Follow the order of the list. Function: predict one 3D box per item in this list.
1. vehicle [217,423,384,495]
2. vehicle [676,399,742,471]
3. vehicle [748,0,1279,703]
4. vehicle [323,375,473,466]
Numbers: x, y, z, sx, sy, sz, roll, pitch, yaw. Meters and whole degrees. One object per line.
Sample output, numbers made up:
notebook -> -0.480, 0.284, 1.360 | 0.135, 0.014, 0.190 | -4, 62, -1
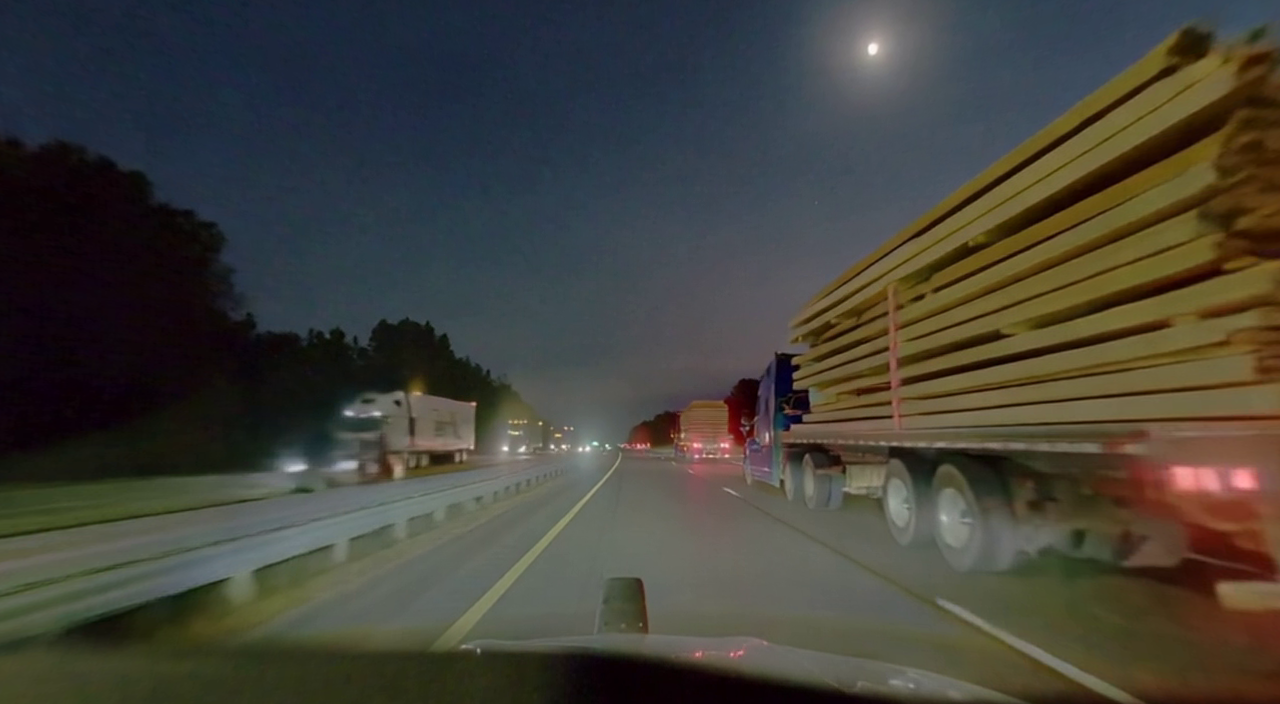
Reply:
vehicle -> -8.723, 2.793, 16.671 | 1.952, 1.647, 4.249 | 0, -9, 2
vehicle -> 4.379, 5.867, 43.952 | 3.023, 4.054, 16.882 | 0, -8, 1
vehicle -> 4.535, 0.713, 9.447 | 3.024, 4.065, 13.796 | -1, -8, -1
vehicle -> -12.488, 4.102, 34.617 | 2.969, 4.021, 13.849 | 0, -9, -1
